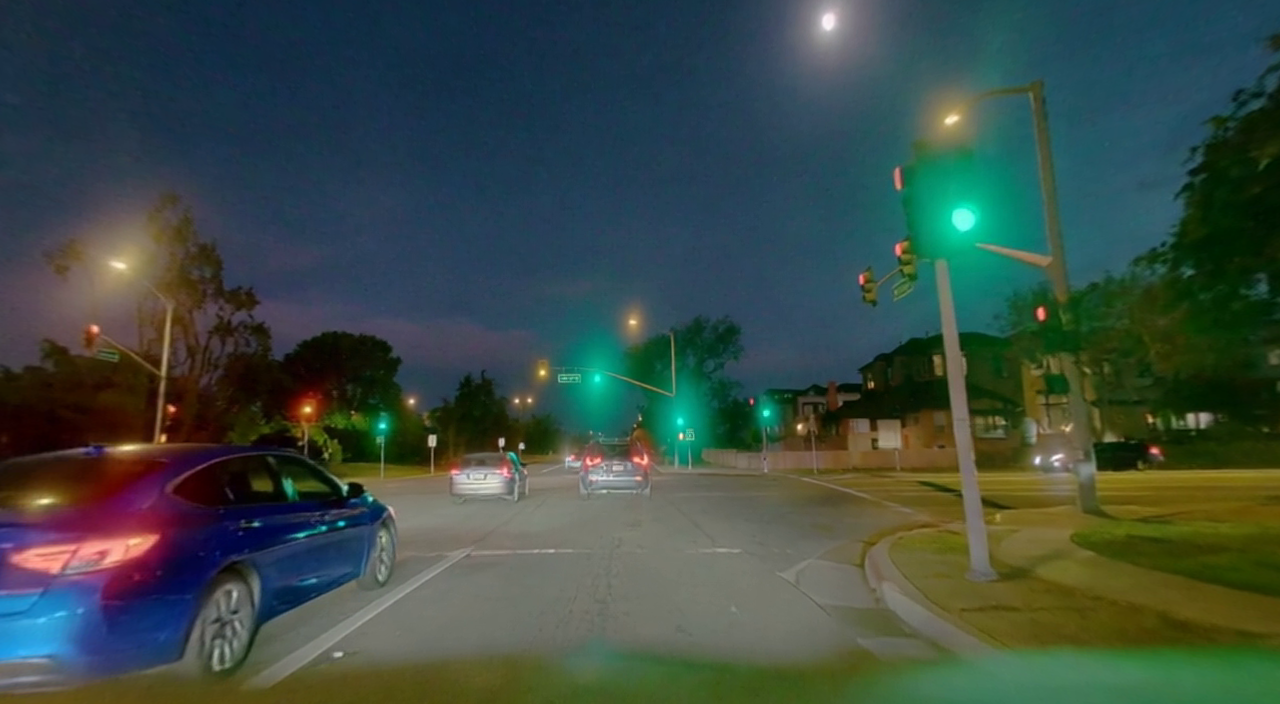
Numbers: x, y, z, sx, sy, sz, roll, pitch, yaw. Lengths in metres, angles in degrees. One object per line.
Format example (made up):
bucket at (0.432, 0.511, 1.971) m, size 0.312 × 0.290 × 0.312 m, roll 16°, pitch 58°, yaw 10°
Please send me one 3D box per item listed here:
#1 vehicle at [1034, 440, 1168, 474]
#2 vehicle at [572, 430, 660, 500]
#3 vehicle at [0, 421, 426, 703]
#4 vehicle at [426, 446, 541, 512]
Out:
vehicle at (20.542, 4.694, 28.330) m, size 4.353 × 1.431 × 1.876 m, roll -2°, pitch -9°, yaw 13°
vehicle at (-0.732, 3.444, 19.625) m, size 2.396 × 1.881 × 4.606 m, roll 0°, pitch -9°, yaw -2°
vehicle at (-3.576, 1.419, 5.210) m, size 1.977 × 1.488 × 4.741 m, roll 0°, pitch -9°, yaw 0°
vehicle at (-3.885, 3.205, 16.493) m, size 1.934 × 1.459 × 4.368 m, roll 0°, pitch -9°, yaw -1°
